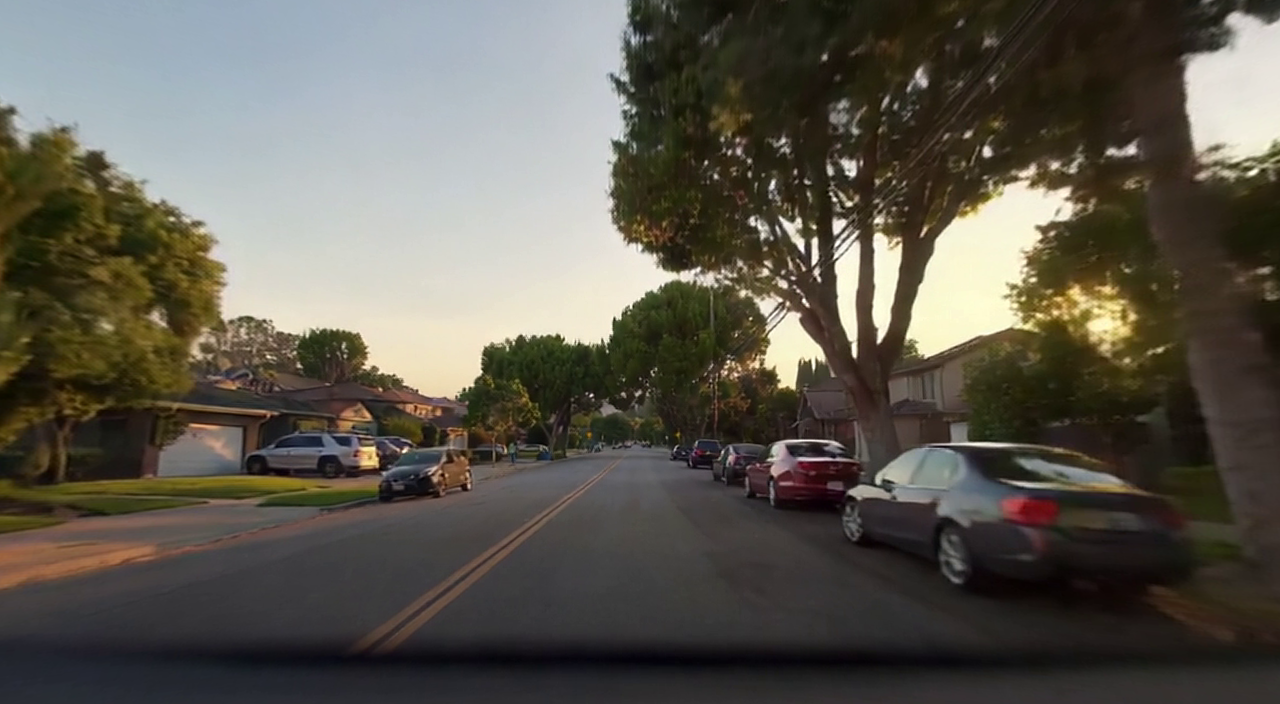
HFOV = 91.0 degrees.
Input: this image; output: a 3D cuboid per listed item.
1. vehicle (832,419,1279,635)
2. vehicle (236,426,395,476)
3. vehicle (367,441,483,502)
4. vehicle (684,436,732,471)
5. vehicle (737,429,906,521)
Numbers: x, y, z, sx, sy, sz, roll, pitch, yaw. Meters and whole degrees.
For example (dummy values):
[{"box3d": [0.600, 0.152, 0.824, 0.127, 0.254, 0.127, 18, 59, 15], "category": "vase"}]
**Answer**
[{"box3d": [3.819, 1.606, 6.951, 1.917, 1.569, 4.460, 0, -8, -1], "category": "vehicle"}, {"box3d": [-14.186, 4.348, 27.792, 5.681, 2.094, 2.344, 0, -8, 0], "category": "vehicle"}, {"box3d": [-6.372, 3.532, 19.281, 1.985, 1.497, 4.655, -2, -7, 0], "category": "vehicle"}, {"box3d": [3.697, 5.607, 35.073, 2.039, 1.780, 4.884, 0, -8, -1], "category": "vehicle"}, {"box3d": [3.708, 2.610, 14.110, 2.157, 1.639, 5.297, 0, -8, -1], "category": "vehicle"}]
